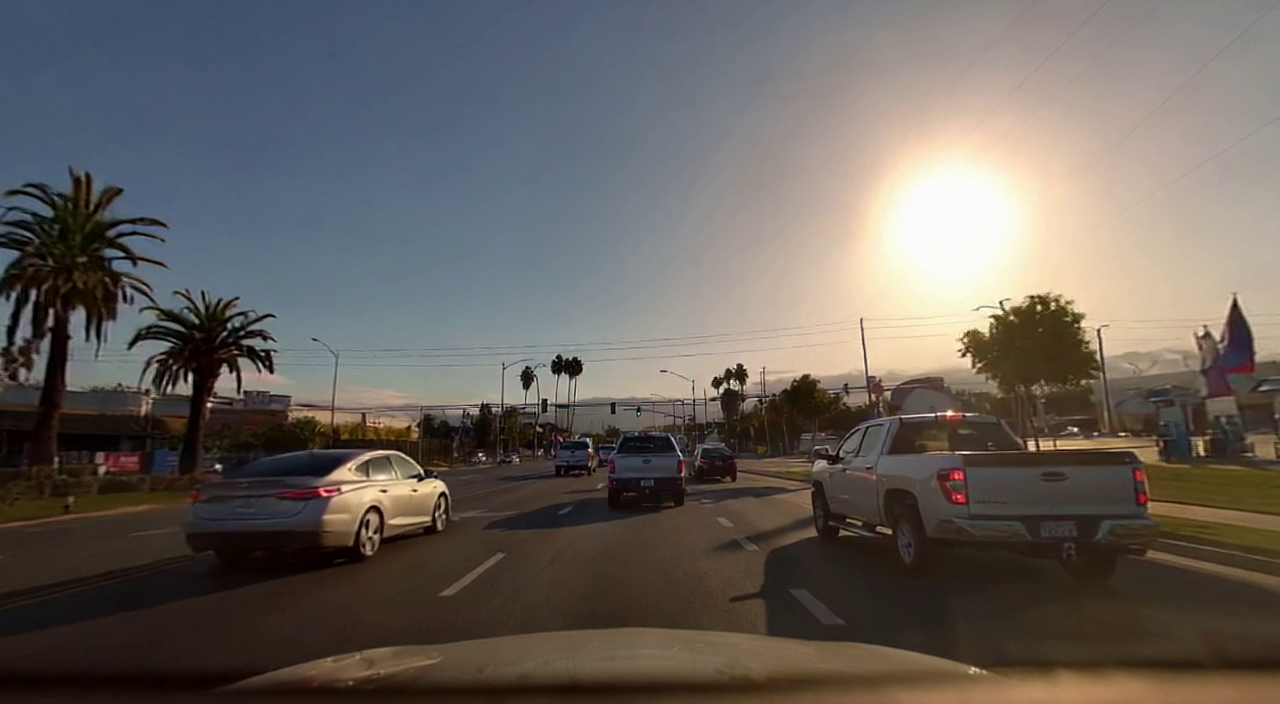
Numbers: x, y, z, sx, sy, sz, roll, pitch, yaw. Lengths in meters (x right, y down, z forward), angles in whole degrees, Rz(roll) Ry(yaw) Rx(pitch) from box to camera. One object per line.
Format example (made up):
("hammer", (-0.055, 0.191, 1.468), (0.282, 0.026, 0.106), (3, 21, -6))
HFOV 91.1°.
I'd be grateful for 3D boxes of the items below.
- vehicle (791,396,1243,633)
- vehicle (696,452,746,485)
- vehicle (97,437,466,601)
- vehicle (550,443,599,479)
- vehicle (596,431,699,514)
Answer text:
("vehicle", (3.595, 1.671, 7.709), (2.120, 1.828, 5.531), (0, -9, 0))
("vehicle", (3.750, 5.451, 29.768), (1.901, 1.401, 3.965), (0, -9, 1))
("vehicle", (-4.022, 1.913, 8.281), (1.983, 1.502, 4.720), (0, -9, 2))
("vehicle", (-3.512, 5.951, 34.554), (2.071, 1.811, 4.605), (0, -9, 2))
("vehicle", (0.206, 3.125, 16.881), (2.295, 1.835, 5.471), (0, -9, 1))
